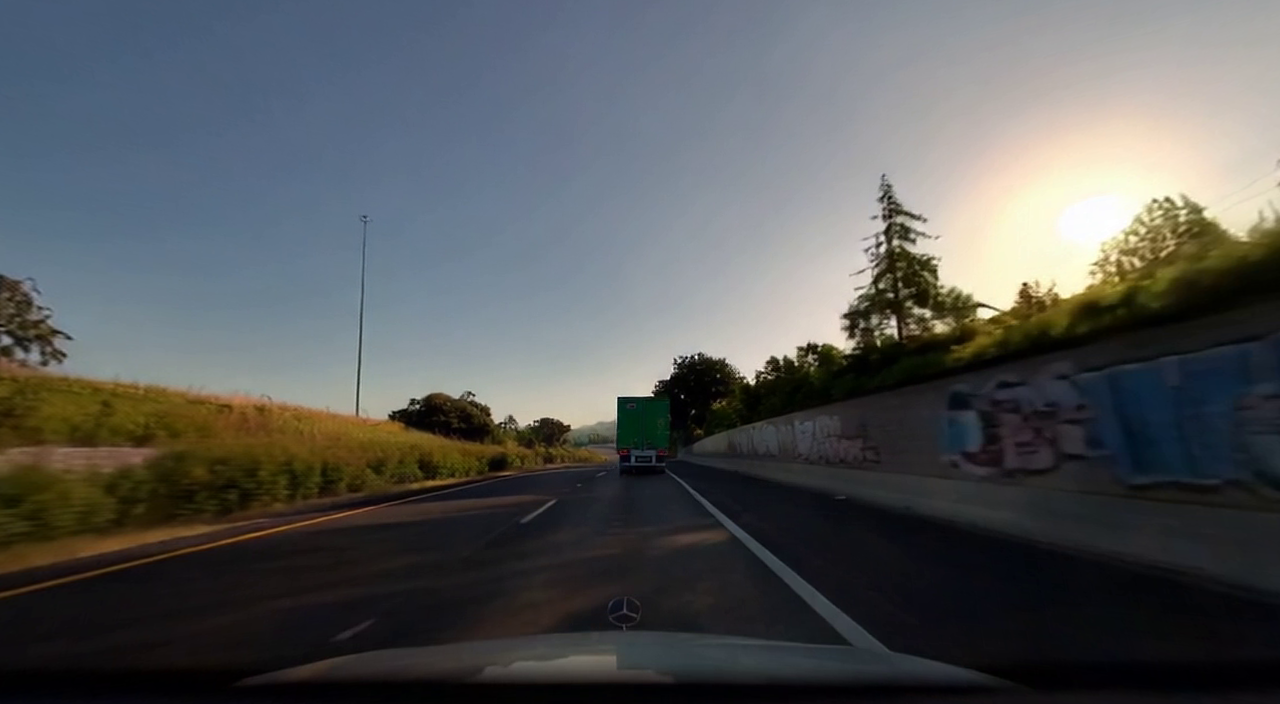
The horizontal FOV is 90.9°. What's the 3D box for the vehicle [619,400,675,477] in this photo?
[{"bbox_3d":[0.273,5.250,37.701,2.900,3.955,10.151,0,-9,-1],"label":"vehicle"}]
